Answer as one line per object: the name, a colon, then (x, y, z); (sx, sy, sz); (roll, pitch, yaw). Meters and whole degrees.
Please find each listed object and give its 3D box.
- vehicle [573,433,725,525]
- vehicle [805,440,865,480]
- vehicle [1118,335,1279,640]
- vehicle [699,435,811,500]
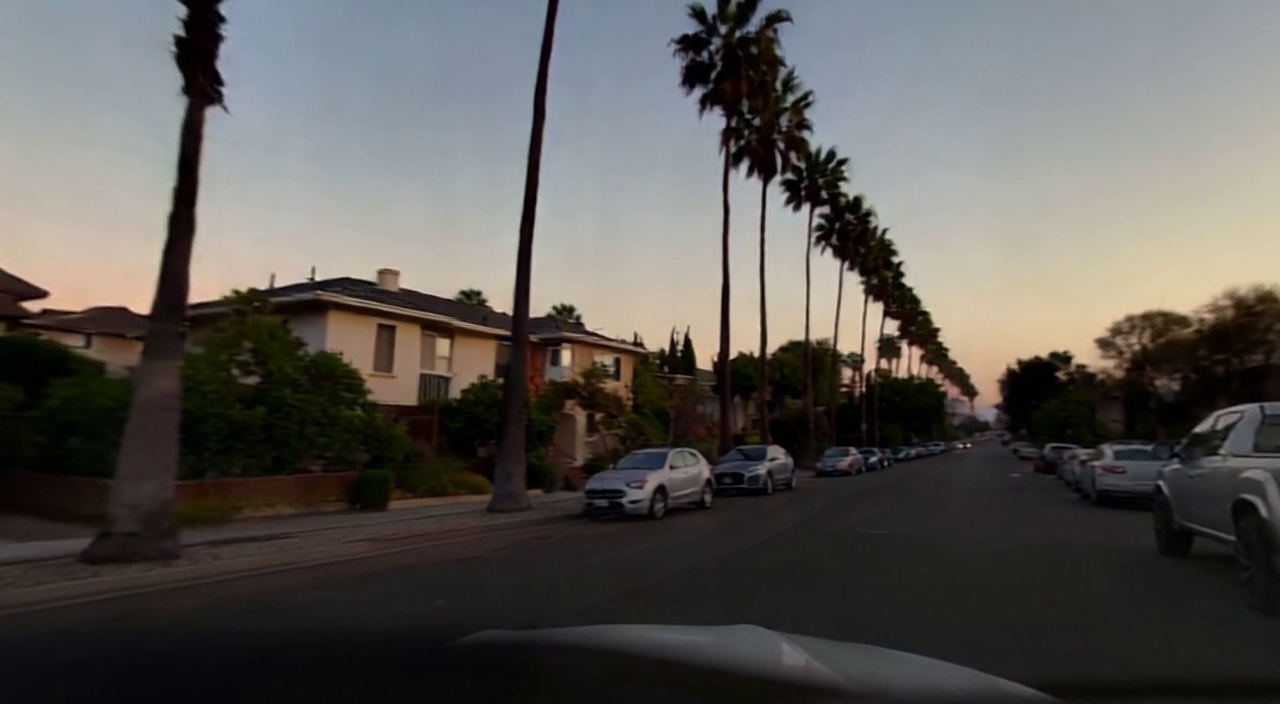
vehicle: (0.339, 2.685, 13.947); (1.816, 1.697, 3.777); (-4, -9, 27)
vehicle: (9.790, 5.359, 31.547); (1.947, 1.803, 4.381); (-7, -11, 27)
vehicle: (7.226, 1.306, 6.466); (2.649, 2.232, 6.576); (-5, -9, 29)
vehicle: (3.929, 3.681, 20.755); (2.020, 1.819, 5.168); (-5, -10, 28)
